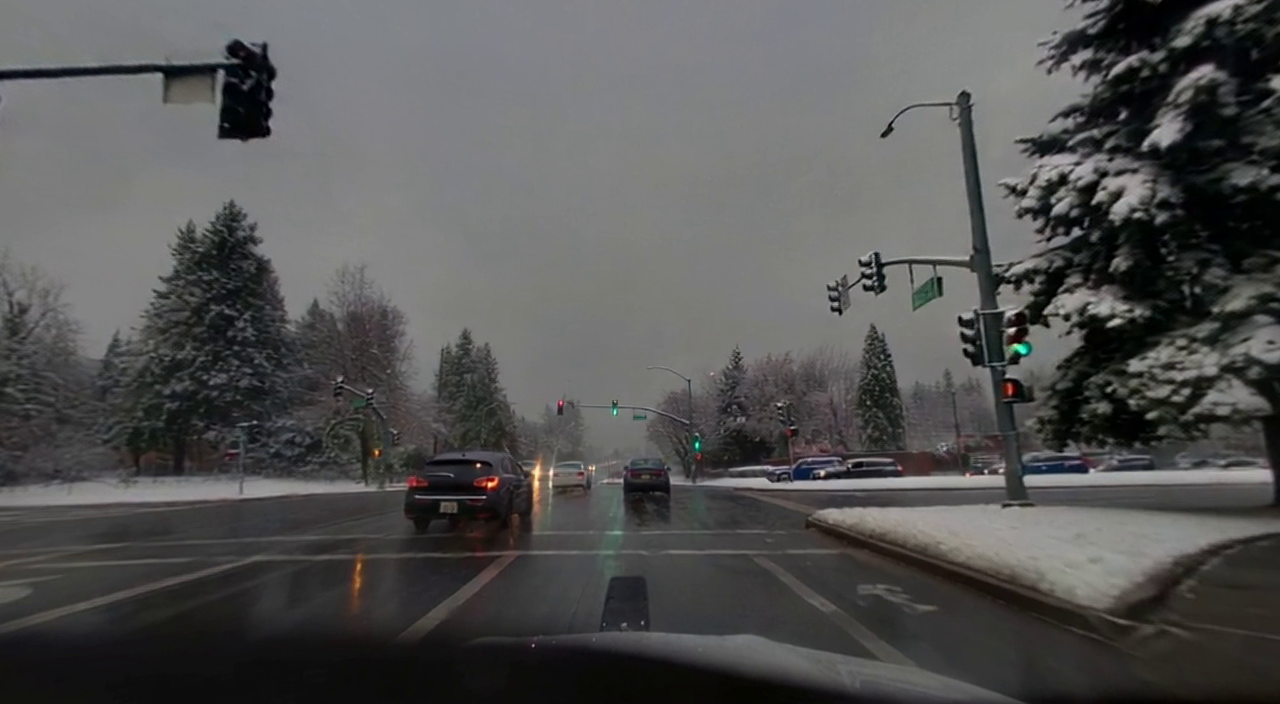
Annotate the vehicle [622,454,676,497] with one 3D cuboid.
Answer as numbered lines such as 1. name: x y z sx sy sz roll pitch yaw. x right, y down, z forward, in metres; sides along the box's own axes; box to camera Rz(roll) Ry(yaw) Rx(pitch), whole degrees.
1. vehicle: 0.376 5.289 27.369 2.163 1.678 3.846 0 -8 1

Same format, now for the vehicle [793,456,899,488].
1. vehicle: 11.039 6.492 34.049 4.875 1.473 2.077 -2 -12 -1

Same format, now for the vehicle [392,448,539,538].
1. vehicle: -3.330 2.740 12.798 1.960 1.528 3.490 0 -8 0

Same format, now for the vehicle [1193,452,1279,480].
1. vehicle: 39.960 7.557 41.856 4.580 1.807 1.967 0 -9 -3

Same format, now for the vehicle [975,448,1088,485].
1. vehicle: 21.105 6.207 34.167 4.585 1.681 2.140 -3 -10 0

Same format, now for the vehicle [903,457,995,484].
1. vehicle: 18.545 7.122 37.991 4.478 1.495 2.063 0 -9 0

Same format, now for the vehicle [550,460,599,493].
1. vehicle: -3.326 6.442 32.853 2.013 1.474 4.393 0 -8 1

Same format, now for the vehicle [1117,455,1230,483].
1. vehicle: 29.016 6.350 34.364 4.365 1.448 1.928 0 -9 1
